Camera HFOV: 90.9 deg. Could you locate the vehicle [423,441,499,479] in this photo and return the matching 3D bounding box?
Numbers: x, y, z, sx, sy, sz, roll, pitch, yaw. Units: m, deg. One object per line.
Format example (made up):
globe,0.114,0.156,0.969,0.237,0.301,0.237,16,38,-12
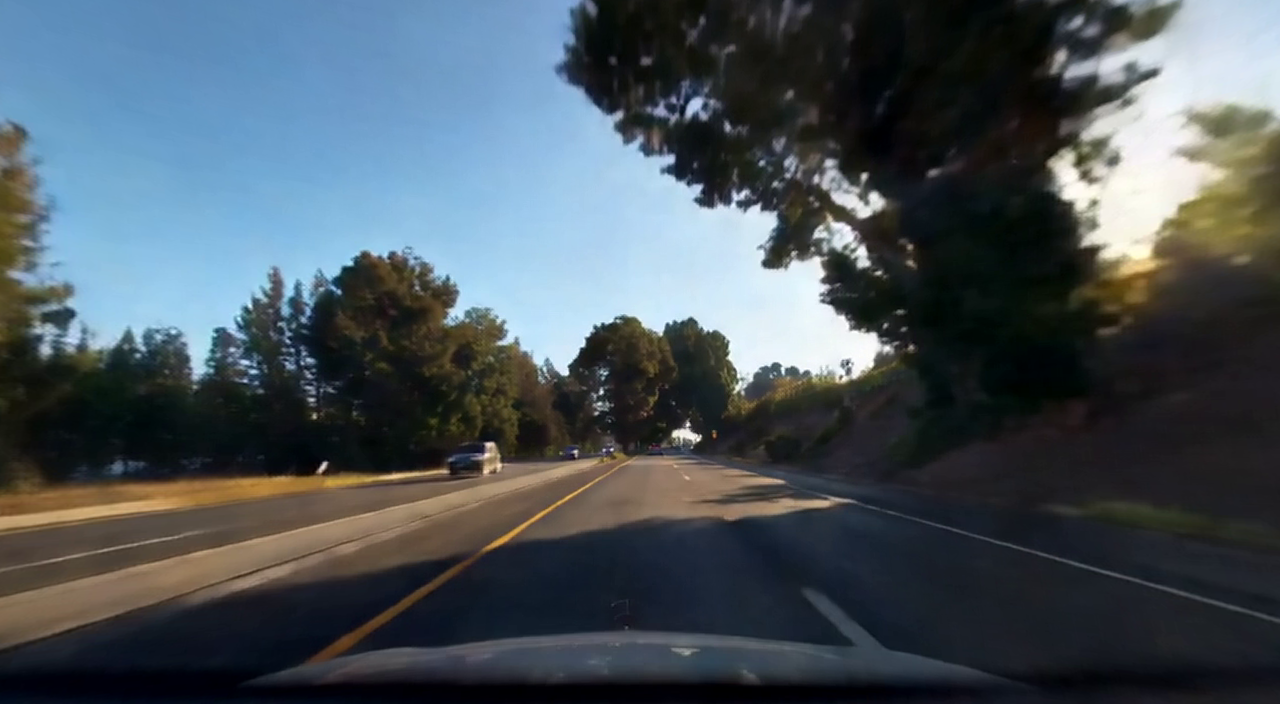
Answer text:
vehicle,-8.651,5.248,30.987,2.226,1.688,4.820,0,-8,1
